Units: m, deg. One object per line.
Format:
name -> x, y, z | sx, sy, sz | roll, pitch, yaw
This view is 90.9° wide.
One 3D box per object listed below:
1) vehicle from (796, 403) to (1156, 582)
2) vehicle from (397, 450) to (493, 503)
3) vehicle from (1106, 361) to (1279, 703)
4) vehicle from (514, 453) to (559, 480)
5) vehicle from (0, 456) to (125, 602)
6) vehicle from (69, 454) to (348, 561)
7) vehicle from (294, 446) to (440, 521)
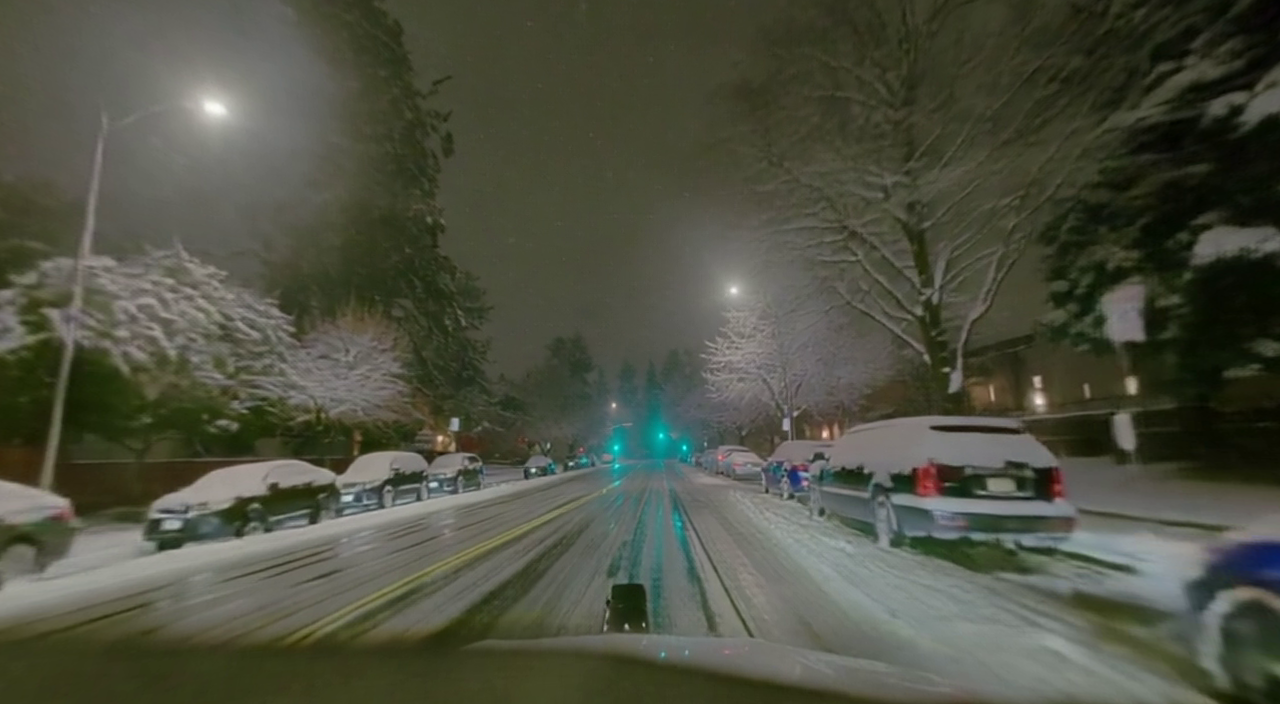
vehicle -> 4.488, 2.014, 10.202 | 2.434, 1.948, 6.400 | 0, -8, 1
vehicle -> -7.135, 4.557, 23.621 | 1.996, 1.628, 4.603 | -1, -8, 2
vehicle -> 3.920, 0.736, 1.436 | 2.216, 1.779, 4.630 | 0, -8, 2
vehicle -> -6.465, 7.188, 39.726 | 1.903, 1.463, 4.526 | -1, -8, 2
vehicle -> -7.638, 1.760, 5.748 | 1.963, 1.470, 4.671 | -2, -9, 0
vehicle -> -7.549, 2.714, 11.766 | 1.948, 1.477, 4.518 | -2, -9, 1
vehicle -> -7.388, 3.538, 17.658 | 1.973, 1.755, 4.528 | -1, -8, 1
